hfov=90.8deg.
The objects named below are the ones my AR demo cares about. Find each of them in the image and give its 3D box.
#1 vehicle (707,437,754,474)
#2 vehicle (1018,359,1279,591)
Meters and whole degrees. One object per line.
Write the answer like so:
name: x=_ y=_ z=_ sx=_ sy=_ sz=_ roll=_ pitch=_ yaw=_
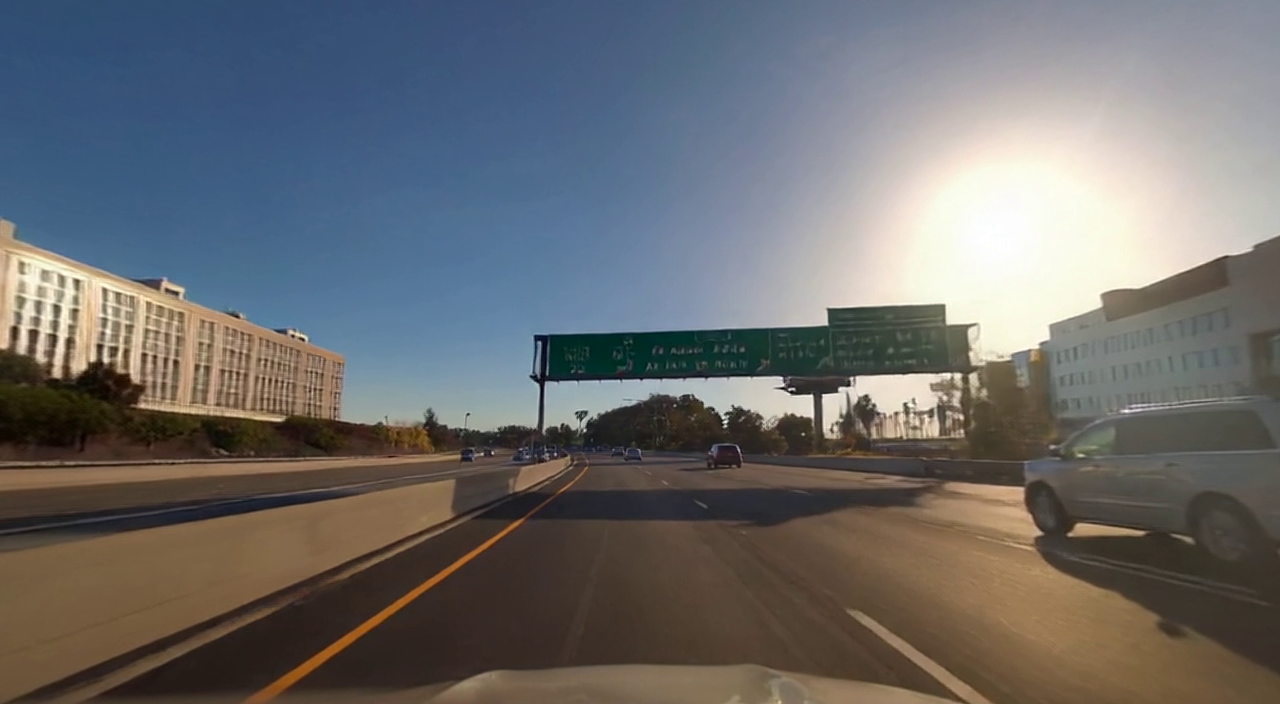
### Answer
vehicle: x=5.739 y=6.649 z=40.769 sx=2.043 sy=2.154 sz=4.731 roll=0 pitch=-9 yaw=-3
vehicle: x=6.536 y=1.205 z=6.472 sx=2.181 sy=1.952 sz=4.973 roll=0 pitch=-9 yaw=0
